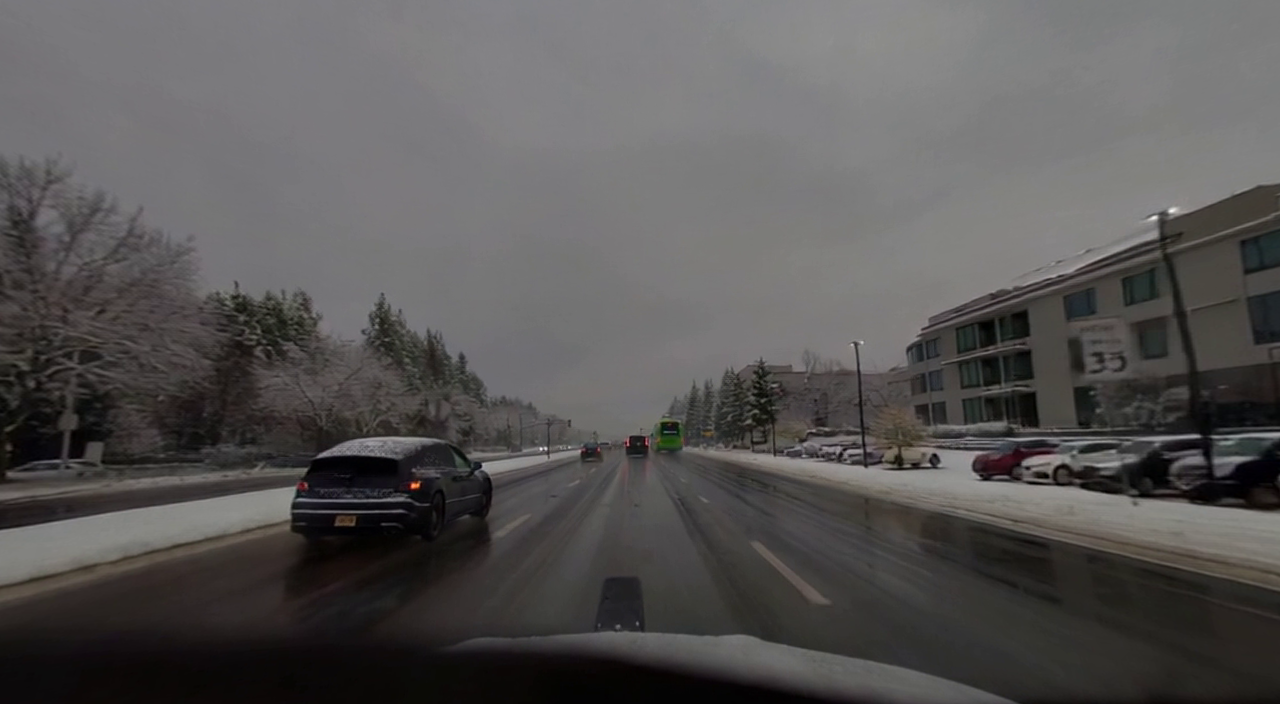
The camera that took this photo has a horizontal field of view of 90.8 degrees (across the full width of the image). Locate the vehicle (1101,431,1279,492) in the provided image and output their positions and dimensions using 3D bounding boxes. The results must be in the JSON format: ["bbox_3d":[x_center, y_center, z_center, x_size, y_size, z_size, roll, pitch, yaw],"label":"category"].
[{"bbox_3d":[16.513,3.148,18.357,4.579,1.623,2.031,0,-8,-1],"label":"vehicle"}]

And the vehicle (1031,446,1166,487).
[{"bbox_3d":[17.258,4.308,23.901,3.722,1.408,1.766,-1,-8,-1],"label":"vehicle"}]

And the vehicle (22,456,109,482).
[{"bbox_3d":[-42.341,8.605,46.701,2.037,1.779,4.609,-2,-10,0],"label":"vehicle"}]

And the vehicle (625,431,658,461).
[{"bbox_3d":[0.065,7.120,47.703,2.336,2.122,5.207,0,-8,-1],"label":"vehicle"}]

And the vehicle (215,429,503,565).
[{"bbox_3d":[-3.586,1.922,9.261,2.120,1.481,4.535,0,-8,0],"label":"vehicle"}]

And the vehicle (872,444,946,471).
[{"bbox_3d":[15.798,6.216,37.257,3.495,1.485,1.806,0,-8,-2],"label":"vehicle"}]

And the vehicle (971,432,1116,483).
[{"bbox_3d":[16.990,4.463,26.801,4.520,1.834,2.167,-3,-9,0],"label":"vehicle"}]

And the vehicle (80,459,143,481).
[{"bbox_3d":[-39.525,8.824,47.343,1.633,1.433,3.617,0,-8,-1],"label":"vehicle"}]
